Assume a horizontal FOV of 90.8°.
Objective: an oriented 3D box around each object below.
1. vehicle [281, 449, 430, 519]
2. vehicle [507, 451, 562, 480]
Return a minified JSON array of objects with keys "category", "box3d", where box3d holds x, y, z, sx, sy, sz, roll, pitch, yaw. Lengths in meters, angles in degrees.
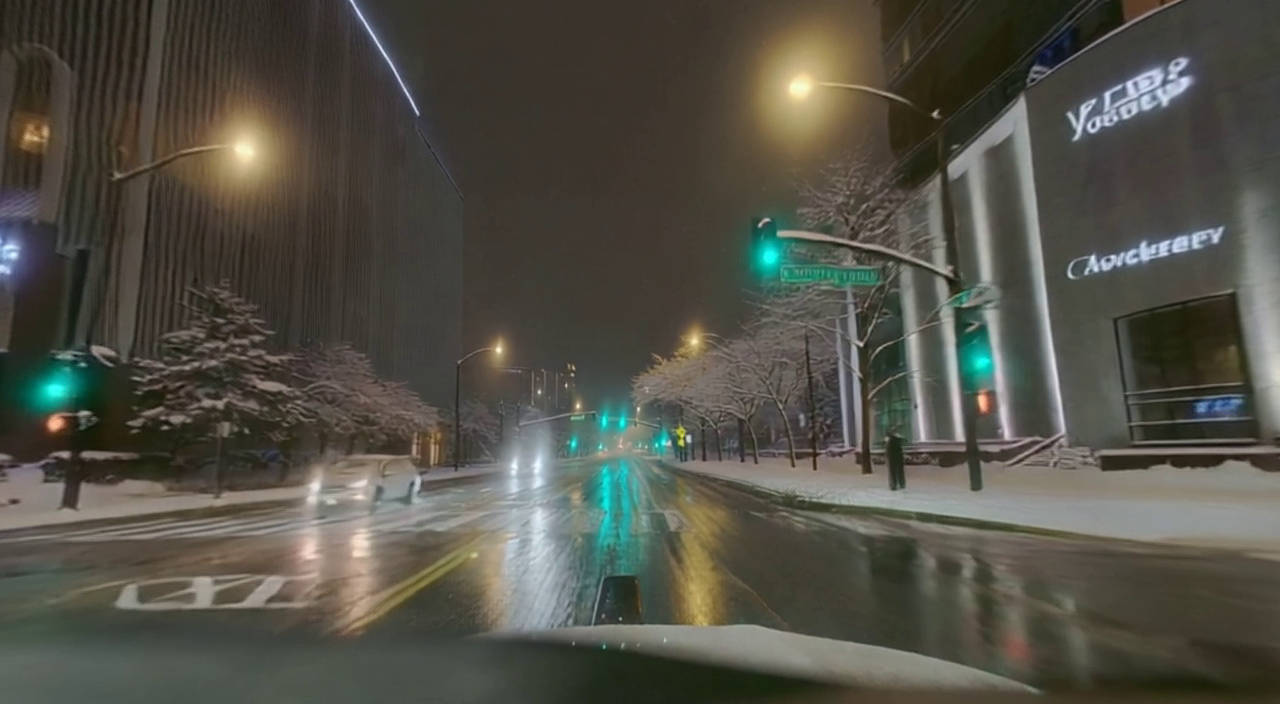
[{"category":"vehicle","box3d":[-7.127,3.296,16.310,1.897,1.537,3.770,0,-8,3]},{"category":"vehicle","box3d":[-6.109,6.617,37.178,2.037,1.563,4.754,-1,-8,4]}]
